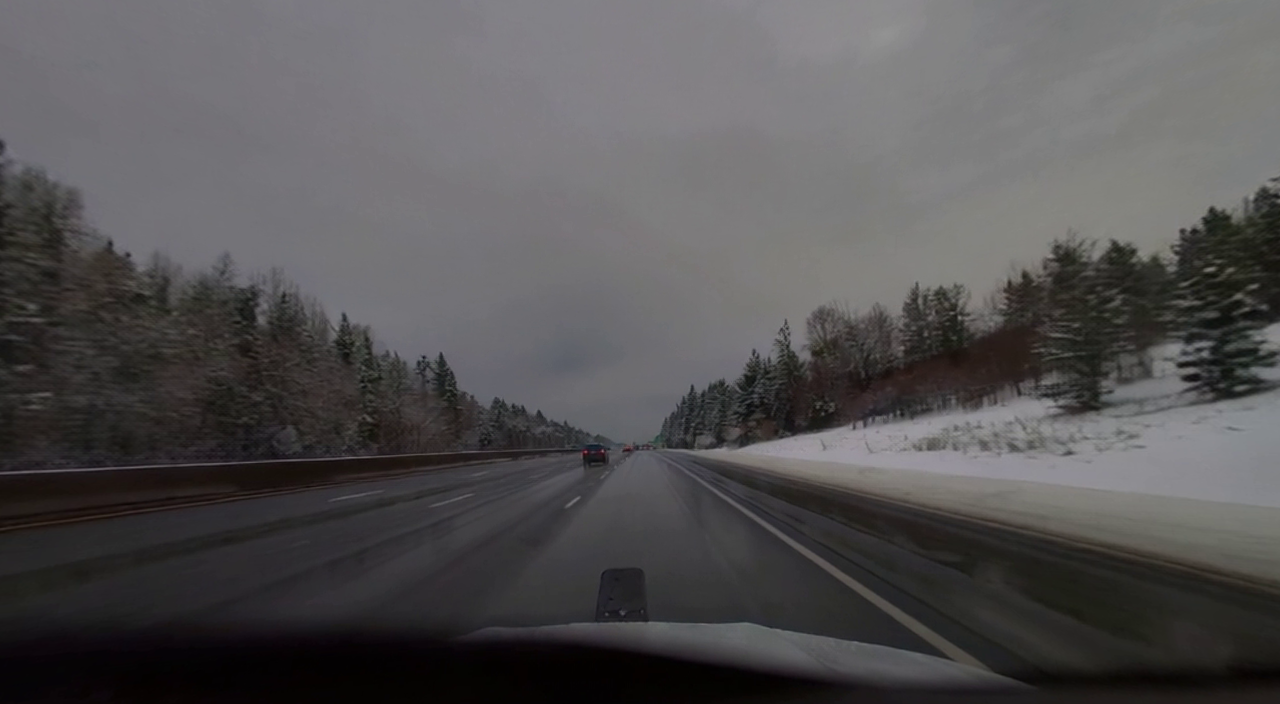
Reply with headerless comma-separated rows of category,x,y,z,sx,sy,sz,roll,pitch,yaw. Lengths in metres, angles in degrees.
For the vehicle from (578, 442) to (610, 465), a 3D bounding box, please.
vehicle,-3.246,7.287,45.460,1.993,1.589,3.898,0,-8,1
